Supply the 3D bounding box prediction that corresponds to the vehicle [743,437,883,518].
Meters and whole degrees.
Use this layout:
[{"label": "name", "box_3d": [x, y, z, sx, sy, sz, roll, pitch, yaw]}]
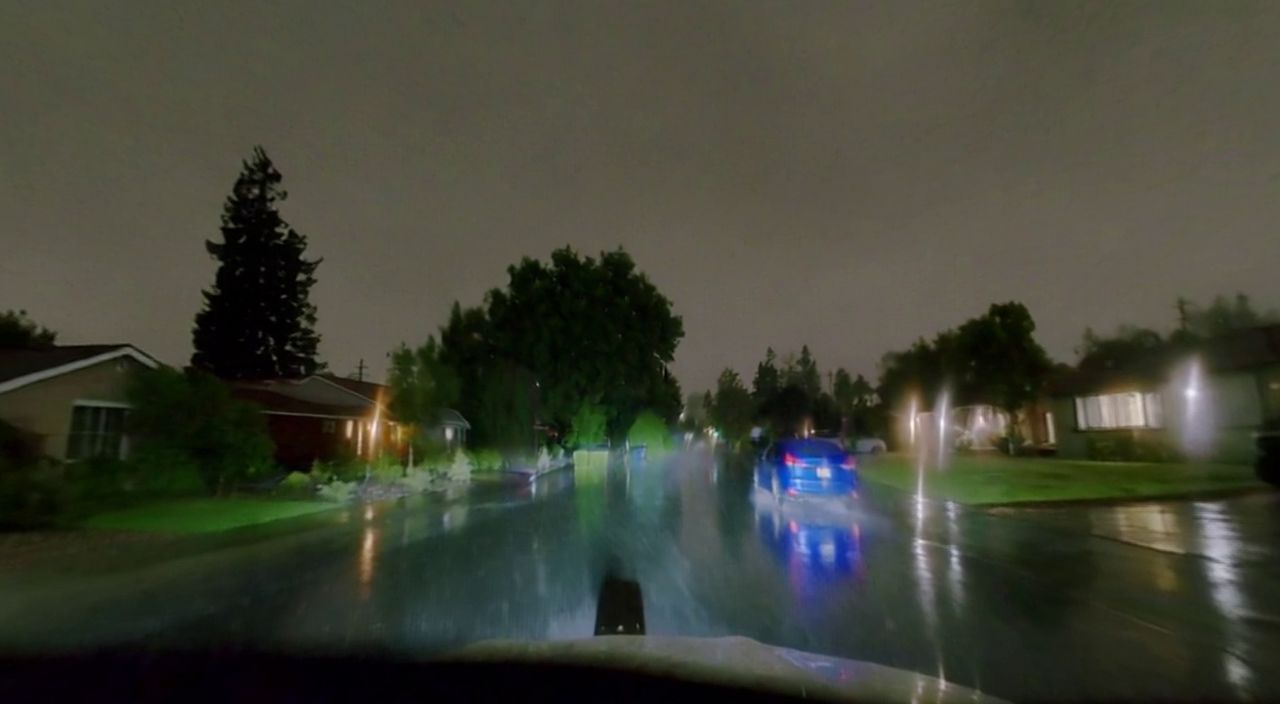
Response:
[{"label": "vehicle", "box_3d": [3.573, 2.654, 13.886, 2.006, 1.494, 4.211, 0, -9, 2]}]
